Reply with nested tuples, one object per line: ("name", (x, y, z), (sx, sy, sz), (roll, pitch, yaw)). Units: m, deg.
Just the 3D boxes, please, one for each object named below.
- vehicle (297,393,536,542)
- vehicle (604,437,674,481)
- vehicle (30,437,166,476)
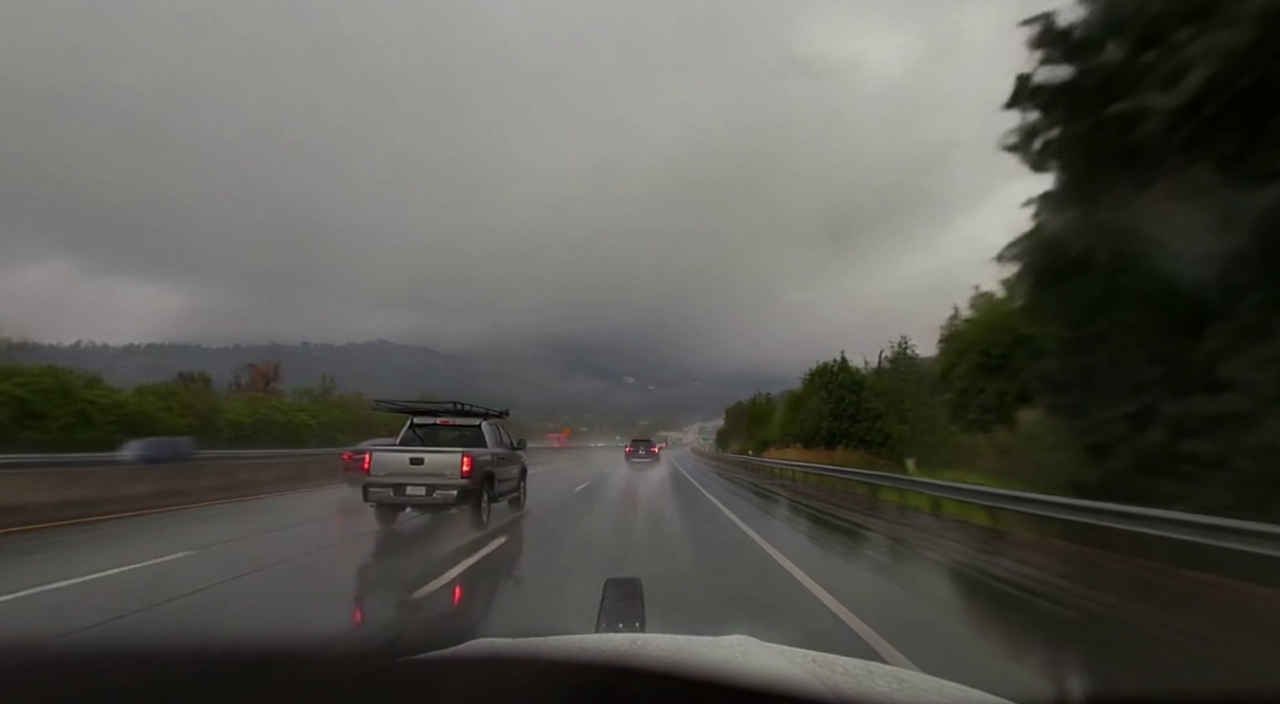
("vehicle", (-3.365, 1.895, 10.839), (2.250, 1.947, 4.860), (0, -9, 1))
("vehicle", (0.038, 4.515, 26.987), (2.715, 1.669, 5.163), (0, -9, 1))
("vehicle", (-24.668, 4.769, 28.948), (2.163, 1.584, 4.498), (0, -9, 2))
